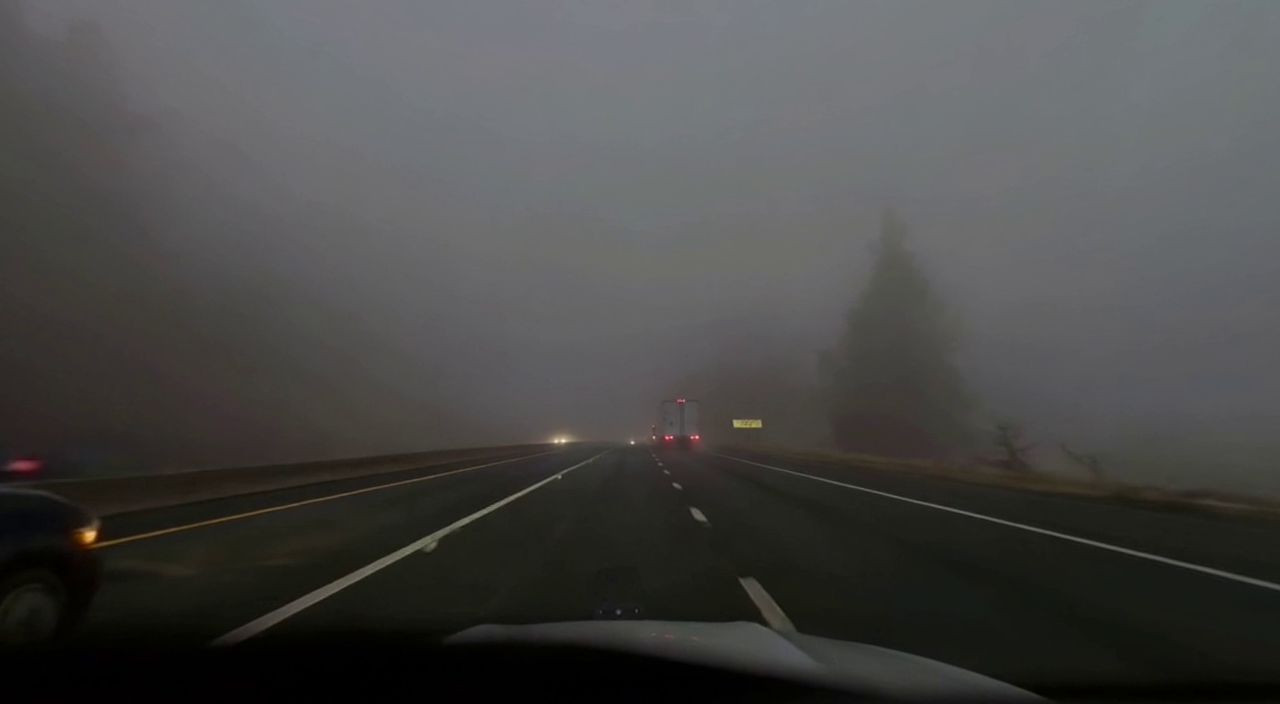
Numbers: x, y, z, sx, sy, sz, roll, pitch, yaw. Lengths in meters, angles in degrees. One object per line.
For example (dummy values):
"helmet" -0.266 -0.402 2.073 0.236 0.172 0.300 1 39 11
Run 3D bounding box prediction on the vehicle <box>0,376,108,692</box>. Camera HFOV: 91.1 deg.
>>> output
"vehicle" -4.287 0.725 1.705 2.044 1.604 4.144 0 -8 -1
